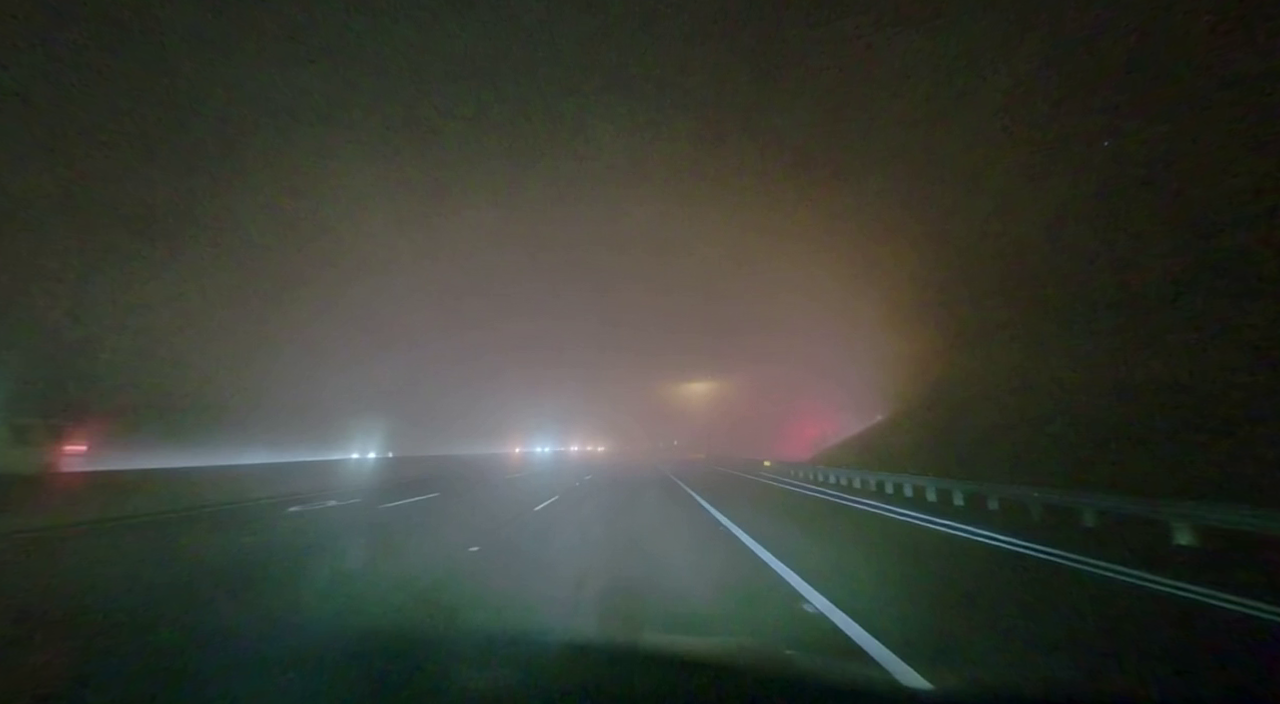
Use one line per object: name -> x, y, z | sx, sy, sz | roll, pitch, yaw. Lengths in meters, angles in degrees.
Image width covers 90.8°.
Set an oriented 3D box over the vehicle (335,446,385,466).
vehicle -> -21.660, 8.022, 48.967 | 1.799, 1.442, 4.505 | 0, -9, 0
